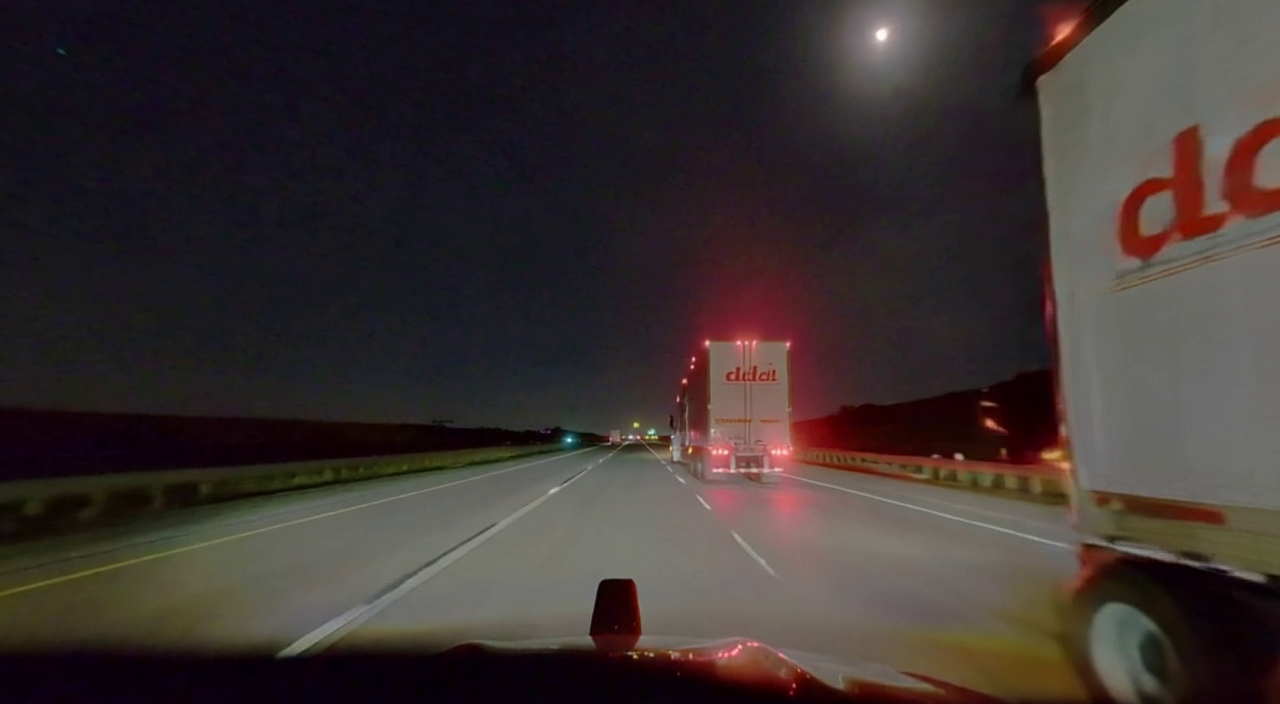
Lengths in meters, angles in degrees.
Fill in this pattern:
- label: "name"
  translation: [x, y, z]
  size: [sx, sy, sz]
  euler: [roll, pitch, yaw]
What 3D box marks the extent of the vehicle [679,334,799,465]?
- label: "vehicle"
  translation: [3.618, 2.492, 27.567]
  size: [3.034, 4.194, 14.704]
  euler: [0, -8, 1]
